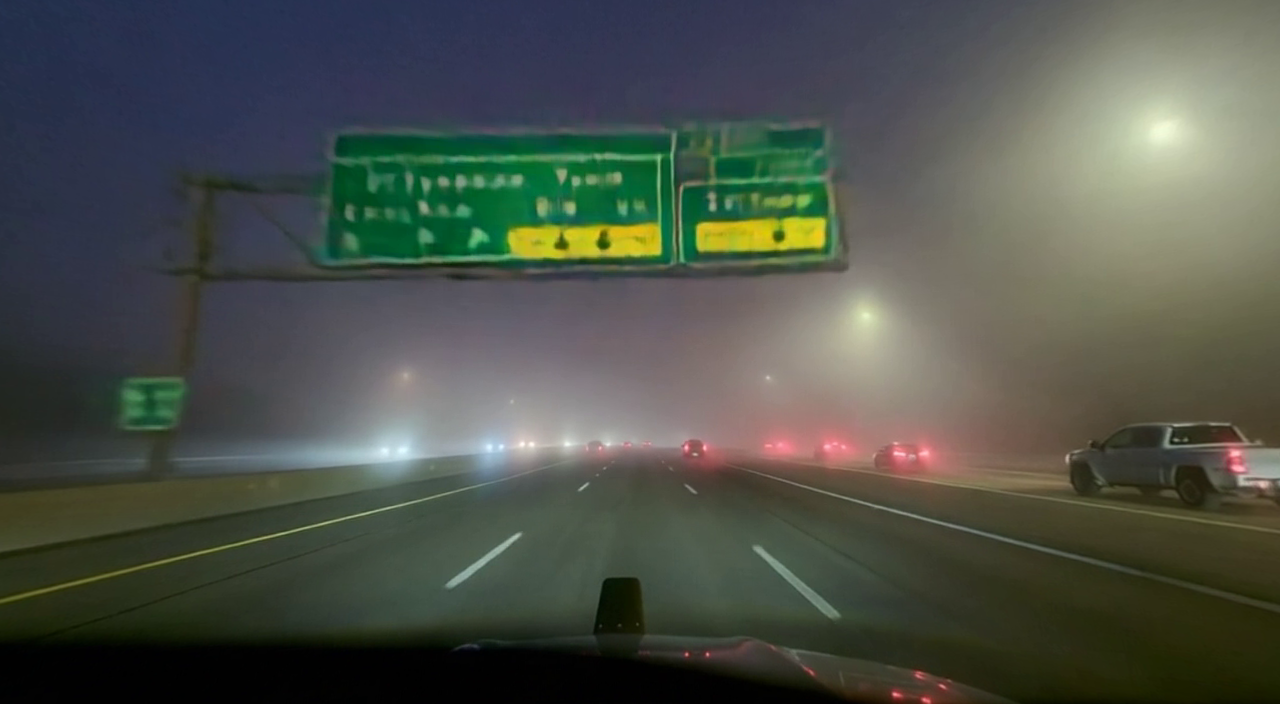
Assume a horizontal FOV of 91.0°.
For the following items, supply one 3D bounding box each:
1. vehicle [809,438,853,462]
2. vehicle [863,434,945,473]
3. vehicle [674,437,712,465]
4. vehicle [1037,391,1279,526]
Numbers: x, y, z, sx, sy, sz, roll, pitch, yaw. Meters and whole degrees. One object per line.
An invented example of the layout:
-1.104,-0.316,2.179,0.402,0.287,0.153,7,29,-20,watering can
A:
14.354,7.415,47.555,2.020,1.707,4.424,0,-9,1,vehicle
13.064,5.050,31.509,2.116,1.754,4.727,0,-9,1,vehicle
3.574,6.795,43.314,2.147,1.794,4.538,0,-9,0,vehicle
11.549,2.186,13.224,2.442,2.140,6.462,0,-9,3,vehicle
